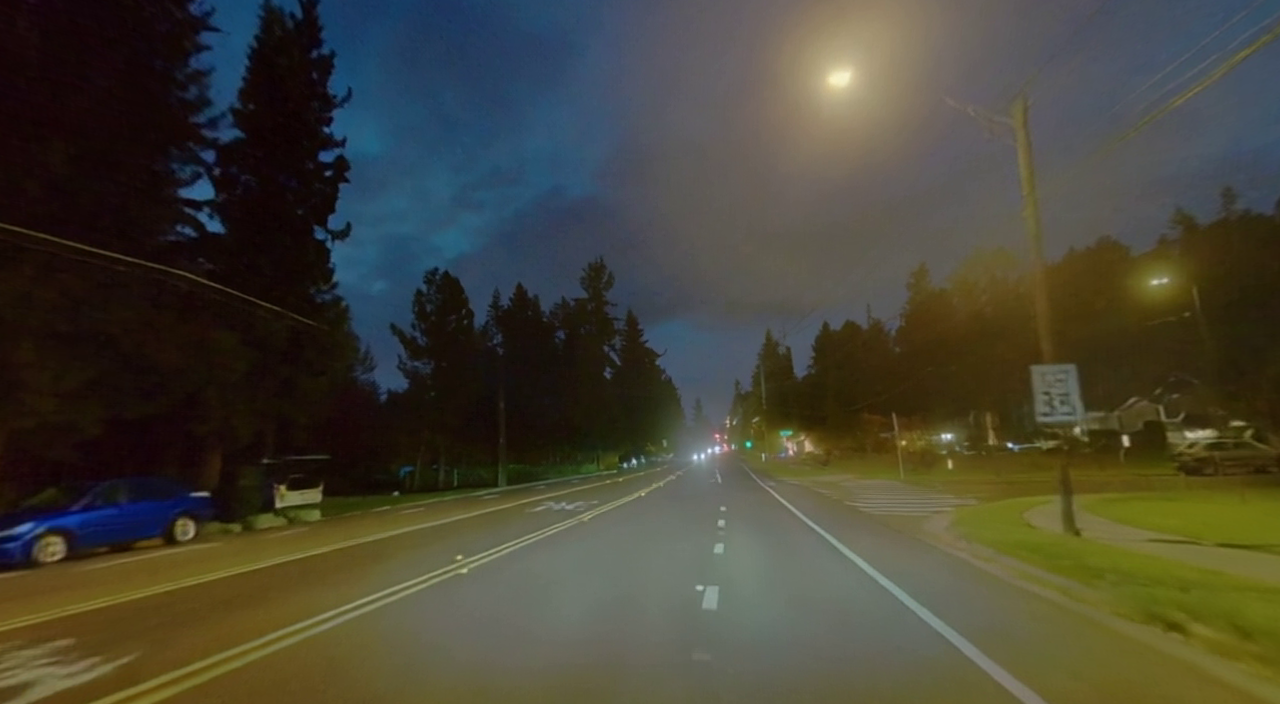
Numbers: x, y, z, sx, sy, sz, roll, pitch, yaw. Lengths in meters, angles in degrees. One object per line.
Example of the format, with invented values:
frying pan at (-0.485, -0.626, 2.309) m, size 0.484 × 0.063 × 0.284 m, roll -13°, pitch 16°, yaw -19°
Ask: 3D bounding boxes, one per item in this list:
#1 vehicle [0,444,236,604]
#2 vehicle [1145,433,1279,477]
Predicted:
vehicle at (-9.904, 2.847, 11.181) m, size 2.087 × 1.700 × 4.467 m, roll -5°, pitch -1°, yaw 9°
vehicle at (25.702, 4.486, 27.625) m, size 4.955 × 1.814 × 2.166 m, roll -1°, pitch -9°, yaw 9°
